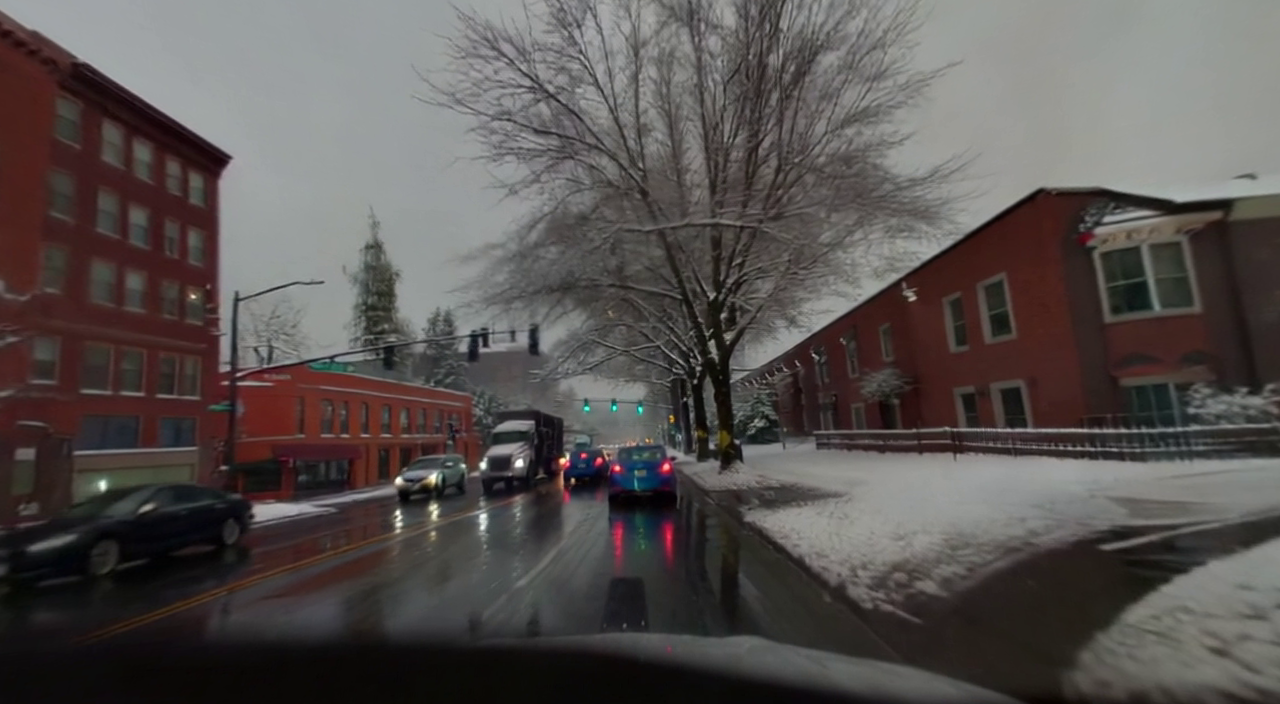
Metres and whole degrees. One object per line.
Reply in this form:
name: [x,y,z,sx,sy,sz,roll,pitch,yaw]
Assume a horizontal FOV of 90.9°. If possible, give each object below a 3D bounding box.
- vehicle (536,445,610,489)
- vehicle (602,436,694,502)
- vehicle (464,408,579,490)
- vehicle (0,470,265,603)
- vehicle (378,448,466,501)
vehicle: [-2.279,4.090,22.909,2.099,1.424,4.843,0,-8,1]
vehicle: [0.184,2.963,16.340,2.094,1.478,3.922,0,-8,0]
vehicle: [-5.392,4.683,30.420,2.795,3.160,8.321,-6,-9,7]
vehicle: [-8.674,2.784,10.360,2.118,1.473,4.642,-1,-8,1]
vehicle: [-8.987,5.033,26.417,2.067,1.820,4.509,-5,-8,0]
